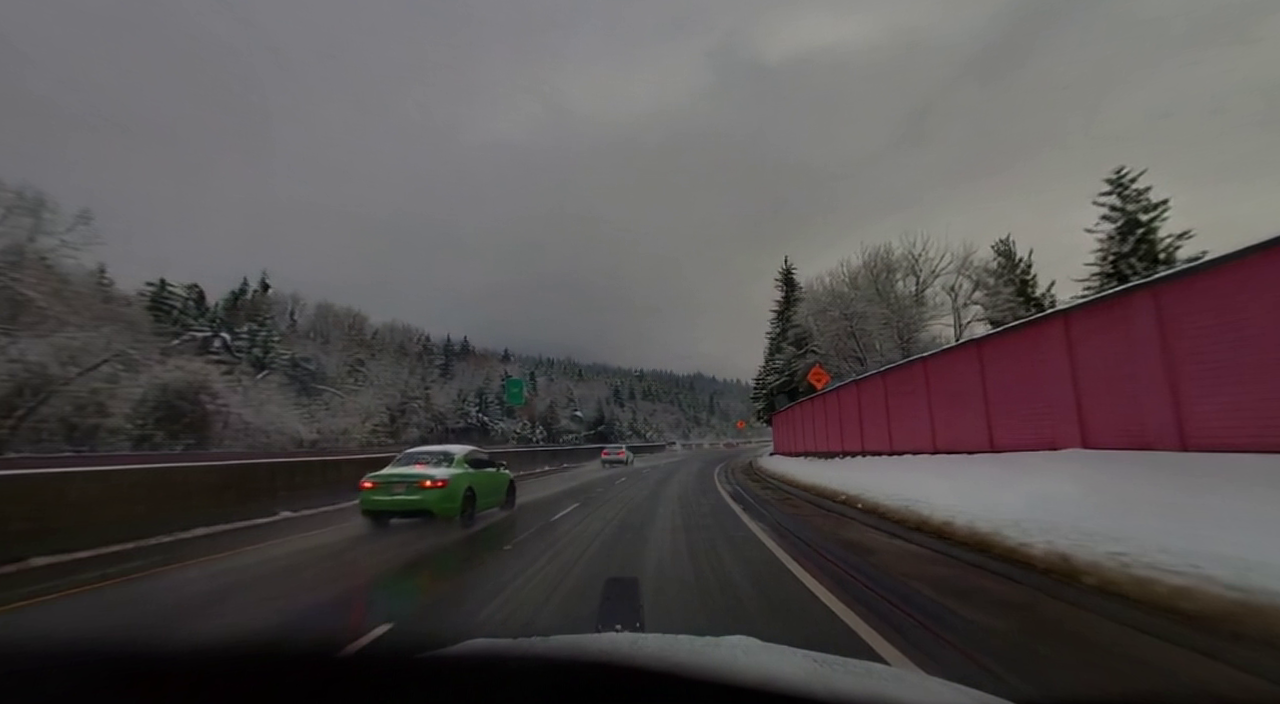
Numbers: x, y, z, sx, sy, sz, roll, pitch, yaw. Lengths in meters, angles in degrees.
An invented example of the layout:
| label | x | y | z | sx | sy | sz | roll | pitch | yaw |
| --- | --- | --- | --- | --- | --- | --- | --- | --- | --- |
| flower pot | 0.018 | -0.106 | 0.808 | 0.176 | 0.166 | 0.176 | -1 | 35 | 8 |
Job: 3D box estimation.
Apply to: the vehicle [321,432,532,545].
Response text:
| label | x | y | z | sx | sy | sz | roll | pitch | yaw |
| --- | --- | --- | --- | --- | --- | --- | --- | --- | --- |
| vehicle | -3.163 | 2.101 | 10.342 | 1.884 | 1.469 | 3.959 | -1 | -9 | 3 |

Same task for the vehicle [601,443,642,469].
| label | x | y | z | sx | sy | sz | roll | pitch | yaw |
| --- | --- | --- | --- | --- | --- | --- | --- | --- | --- |
| vehicle | -1.001 | 6.050 | 36.864 | 1.746 | 1.405 | 4.339 | -1 | -9 | 7 |
